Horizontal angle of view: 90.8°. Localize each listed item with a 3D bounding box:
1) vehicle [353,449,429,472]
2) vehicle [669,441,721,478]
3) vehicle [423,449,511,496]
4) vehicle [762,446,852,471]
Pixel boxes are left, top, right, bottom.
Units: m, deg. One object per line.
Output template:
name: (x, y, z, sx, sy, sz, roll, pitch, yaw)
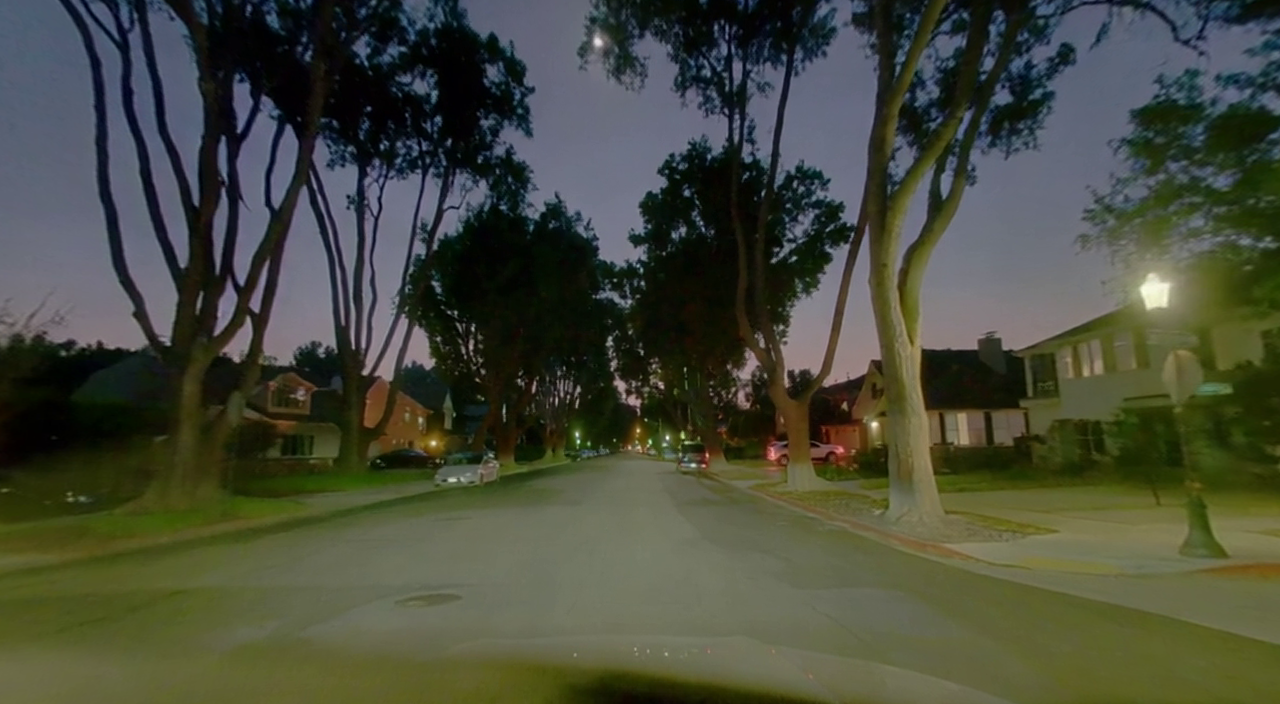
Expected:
vehicle: (-16.529, 7.189, 42.015, 4.276, 1.463, 1.832, -1, -8, 6)
vehicle: (2.914, 5.902, 34.942, 2.241, 1.875, 5.059, 0, -8, -2)
vehicle: (-6.588, 4.607, 24.550, 2.099, 1.399, 4.357, -4, -7, 1)
vehicle: (10.089, 6.494, 38.562, 5.041, 1.486, 1.969, -1, -8, 7)
